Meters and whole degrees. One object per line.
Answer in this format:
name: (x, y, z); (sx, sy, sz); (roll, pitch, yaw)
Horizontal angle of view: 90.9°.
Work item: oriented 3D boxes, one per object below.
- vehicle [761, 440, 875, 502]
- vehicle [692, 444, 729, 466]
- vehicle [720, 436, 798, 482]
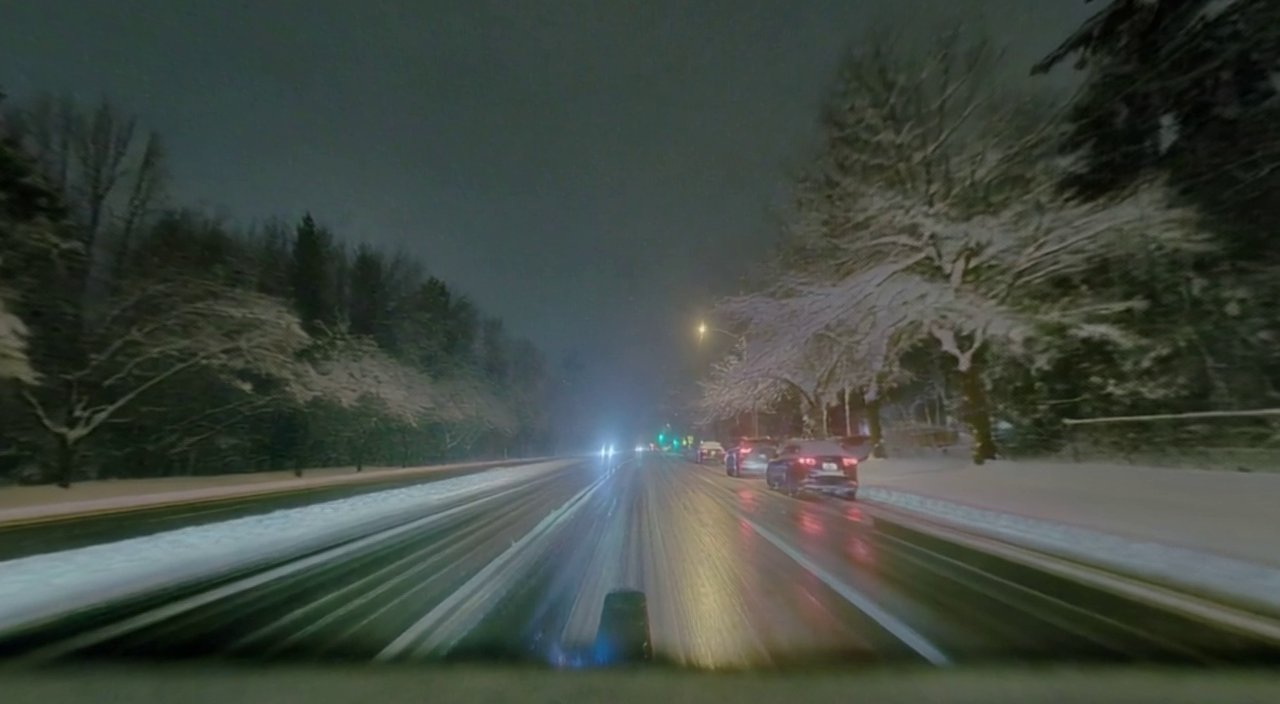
vehicle: (4.870, 3.296, 18.012); (1.920, 1.514, 4.746); (0, -8, 1)
vehicle: (5.079, 7.484, 45.869); (2.184, 1.496, 4.615); (0, -8, 1)
vehicle: (4.852, 4.434, 26.482); (2.205, 1.728, 4.855); (0, -8, -1)
